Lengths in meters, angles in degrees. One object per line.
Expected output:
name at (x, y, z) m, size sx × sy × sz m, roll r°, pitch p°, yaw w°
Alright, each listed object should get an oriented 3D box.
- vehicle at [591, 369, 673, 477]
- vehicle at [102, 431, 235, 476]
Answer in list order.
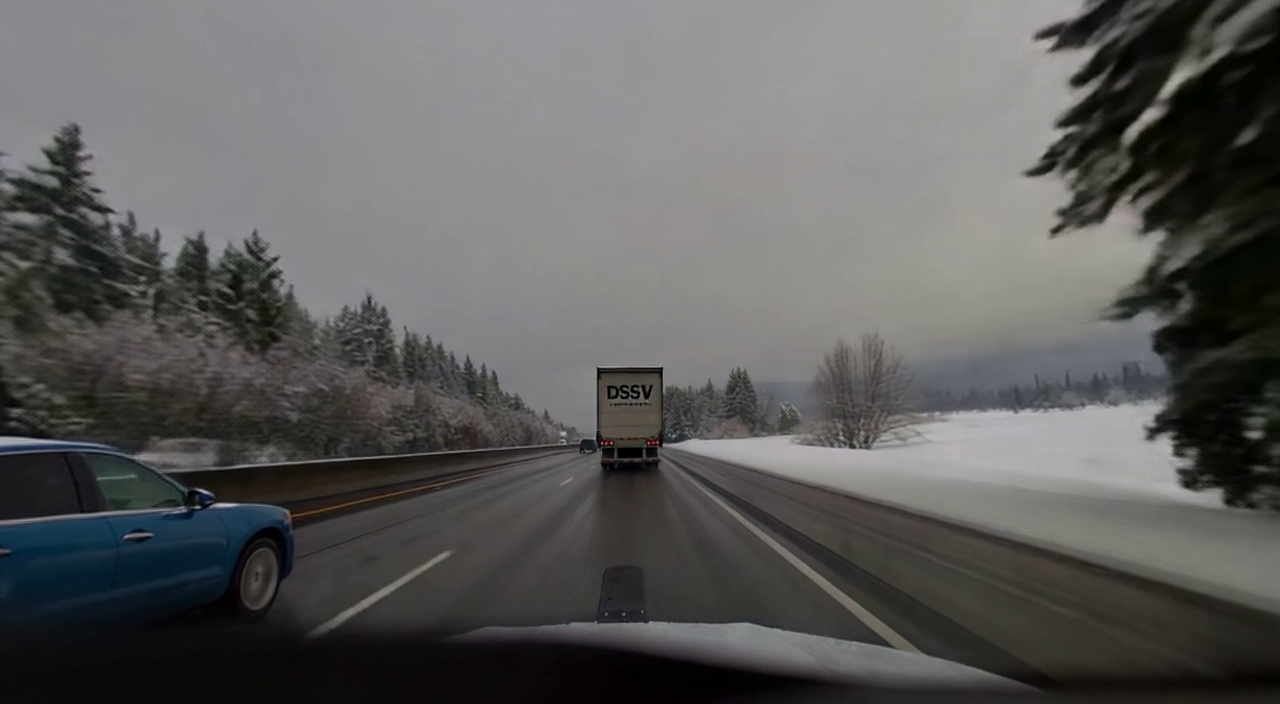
vehicle at (-0.392, 3.286, 28.190) m, size 2.969 × 3.957 × 10.270 m, roll 0°, pitch -8°, yaw -1°
vehicle at (-17.049, 3.678, 23.055) m, size 1.748 × 1.494 × 3.990 m, roll 0°, pitch -8°, yaw 0°
